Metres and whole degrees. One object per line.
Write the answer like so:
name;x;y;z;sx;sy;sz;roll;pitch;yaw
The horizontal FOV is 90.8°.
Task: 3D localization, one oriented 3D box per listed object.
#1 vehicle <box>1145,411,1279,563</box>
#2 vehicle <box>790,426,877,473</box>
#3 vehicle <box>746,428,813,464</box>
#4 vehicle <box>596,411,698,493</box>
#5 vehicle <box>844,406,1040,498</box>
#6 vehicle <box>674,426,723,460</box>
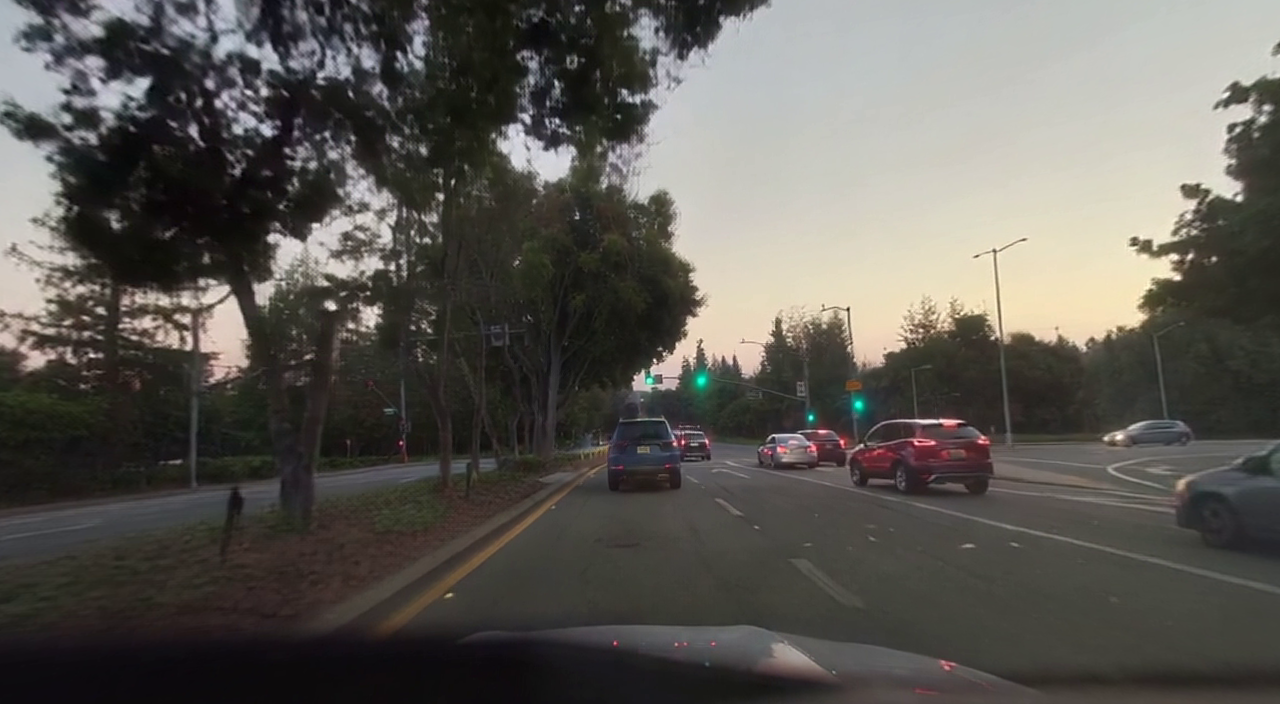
vehicle;7.387;1.217;5.482;2.004;1.504;4.836;0;-9;0
vehicle;7.348;3.785;24.500;2.025;1.642;4.189;0;-9;0
vehicle;7.368;5.042;33.894;2.440;1.775;4.791;0;-9;0
vehicle;0.159;2.641;16.808;2.353;1.894;4.122;0;-9;0
vehicle;7.106;2.471;15.763;2.251;1.873;5.346;0;-9;0
vehicle;3.323;5.350;36.902;2.388;1.833;4.506;0;-9;-1
